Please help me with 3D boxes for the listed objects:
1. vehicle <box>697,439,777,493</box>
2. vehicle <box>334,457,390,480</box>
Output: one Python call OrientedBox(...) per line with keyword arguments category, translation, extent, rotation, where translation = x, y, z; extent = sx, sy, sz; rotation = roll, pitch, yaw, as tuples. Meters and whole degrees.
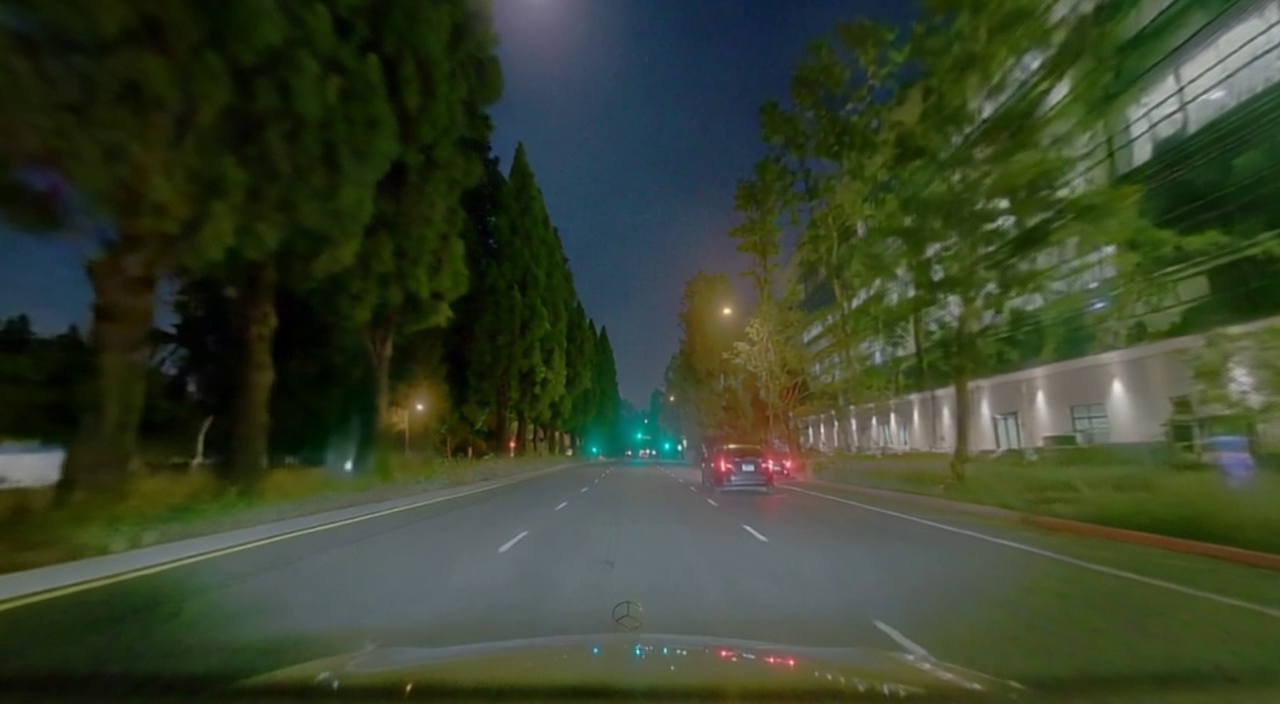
OrientedBox(category="vehicle", translation=(3.348, 4.033, 22.749), extent=(2.083, 1.743, 4.354), rotation=(0, -8, -1))
OrientedBox(category="vehicle", translation=(-19.409, 8.127, 44.311), extent=(1.839, 1.481, 4.585), rotation=(0, -8, 1))
